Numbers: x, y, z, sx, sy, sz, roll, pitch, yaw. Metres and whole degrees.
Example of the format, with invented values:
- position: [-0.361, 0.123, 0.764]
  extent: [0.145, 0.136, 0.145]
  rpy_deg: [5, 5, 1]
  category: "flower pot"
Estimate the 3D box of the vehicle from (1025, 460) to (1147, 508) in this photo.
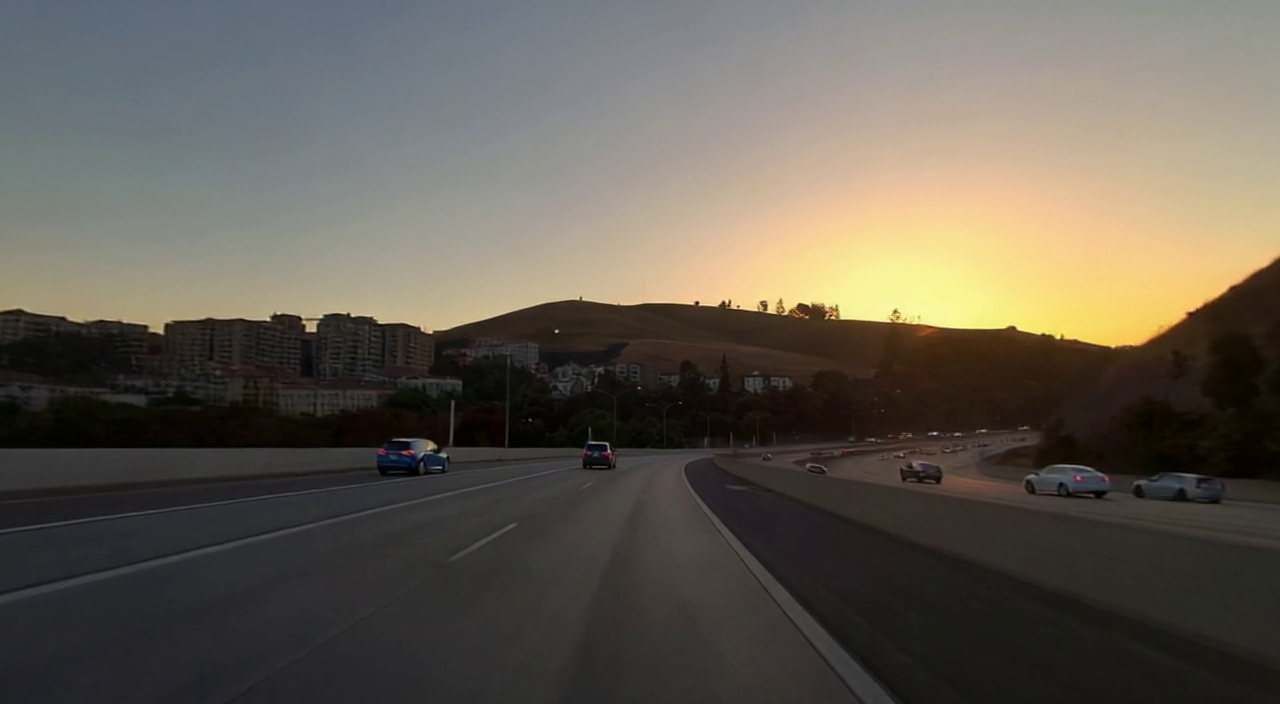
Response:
- position: [17.196, 5.065, 24.629]
  extent: [1.786, 1.559, 4.496]
  rpy_deg: [-1, -8, 5]
  category: "vehicle"

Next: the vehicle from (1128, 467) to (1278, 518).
- position: [21.500, 5.330, 24.396]
  extent: [2.010, 1.620, 4.347]
  rpy_deg: [-1, -8, 5]
  category: "vehicle"

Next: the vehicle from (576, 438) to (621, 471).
- position: [-2.334, 5.916, 36.456]
  extent: [2.028, 1.782, 4.150]
  rpy_deg: [-1, -8, 4]
  category: "vehicle"

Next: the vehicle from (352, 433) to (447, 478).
- position: [-10.207, 4.427, 27.204]
  extent: [2.039, 1.746, 4.528]
  rpy_deg: [-1, -8, 4]
  category: "vehicle"
